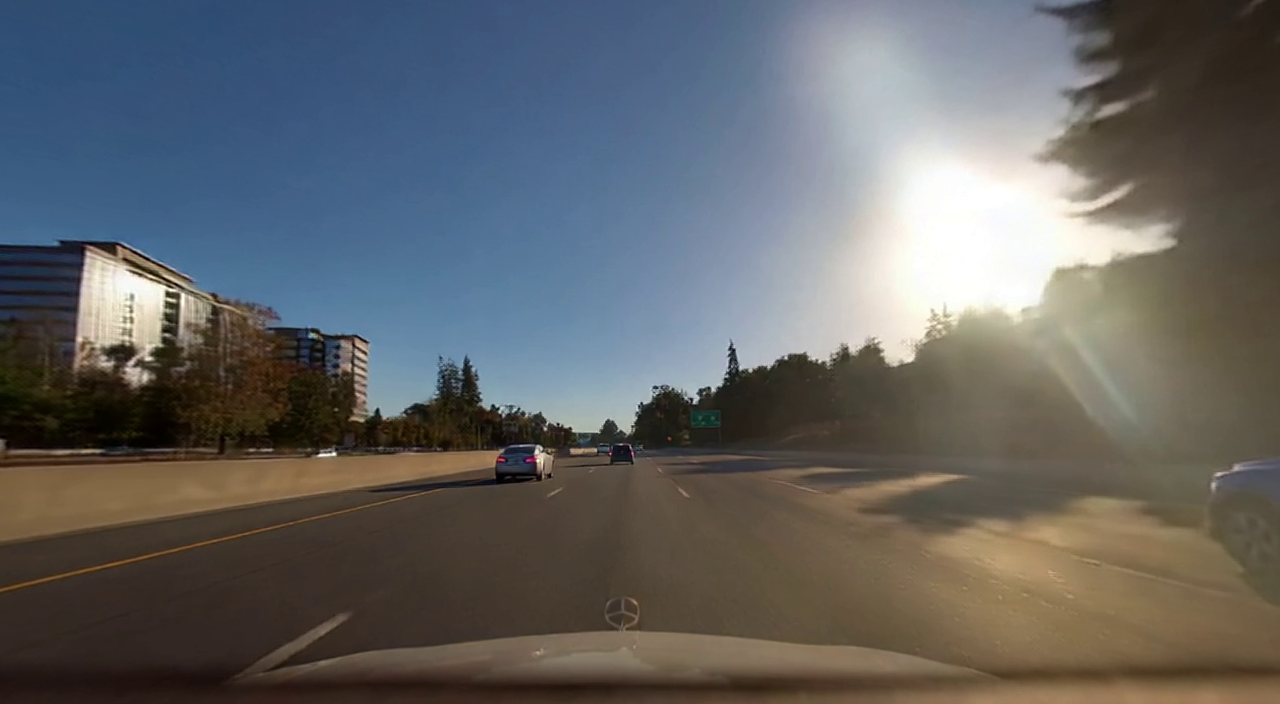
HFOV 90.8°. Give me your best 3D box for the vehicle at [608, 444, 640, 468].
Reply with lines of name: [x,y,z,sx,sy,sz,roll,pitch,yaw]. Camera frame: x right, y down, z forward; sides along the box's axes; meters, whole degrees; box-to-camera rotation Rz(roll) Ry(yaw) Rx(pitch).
vehicle: [-1.021,6.723,41.118,1.997,1.485,4.094,0,-8,-1]

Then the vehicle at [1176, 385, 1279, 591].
vehicle: [6.698,0.996,4.204,2.028,1.801,4.741,0,-8,0]

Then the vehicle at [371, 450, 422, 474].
vehicle: [-17.952,8.098,46.865,2.089,1.621,4.267,0,-8,0]

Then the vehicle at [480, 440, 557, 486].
vehicle: [-4.227,3.948,22.791,1.886,1.465,4.625,0,-8,0]
